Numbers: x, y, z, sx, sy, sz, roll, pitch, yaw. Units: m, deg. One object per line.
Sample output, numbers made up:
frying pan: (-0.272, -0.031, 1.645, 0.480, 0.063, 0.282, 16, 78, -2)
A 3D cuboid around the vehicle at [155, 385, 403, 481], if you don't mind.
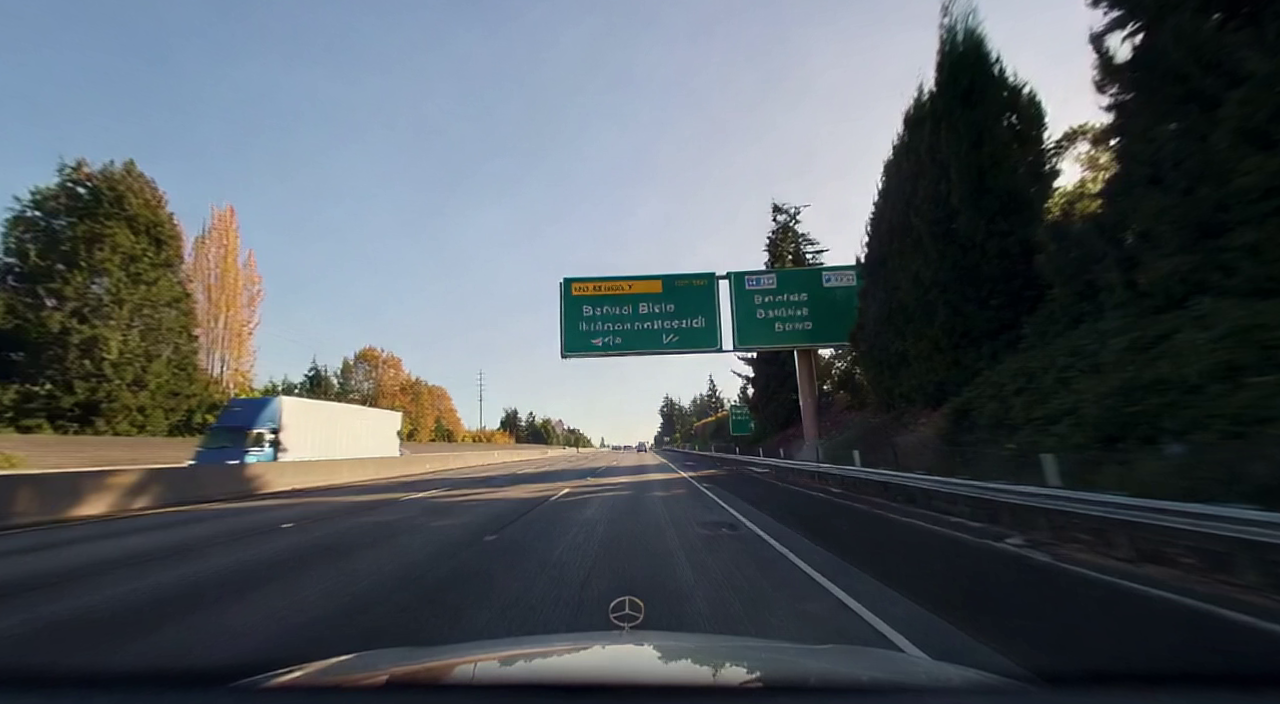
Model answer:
vehicle: (-17.511, 4.448, 33.543, 2.986, 3.793, 17.217, 0, -8, 1)
